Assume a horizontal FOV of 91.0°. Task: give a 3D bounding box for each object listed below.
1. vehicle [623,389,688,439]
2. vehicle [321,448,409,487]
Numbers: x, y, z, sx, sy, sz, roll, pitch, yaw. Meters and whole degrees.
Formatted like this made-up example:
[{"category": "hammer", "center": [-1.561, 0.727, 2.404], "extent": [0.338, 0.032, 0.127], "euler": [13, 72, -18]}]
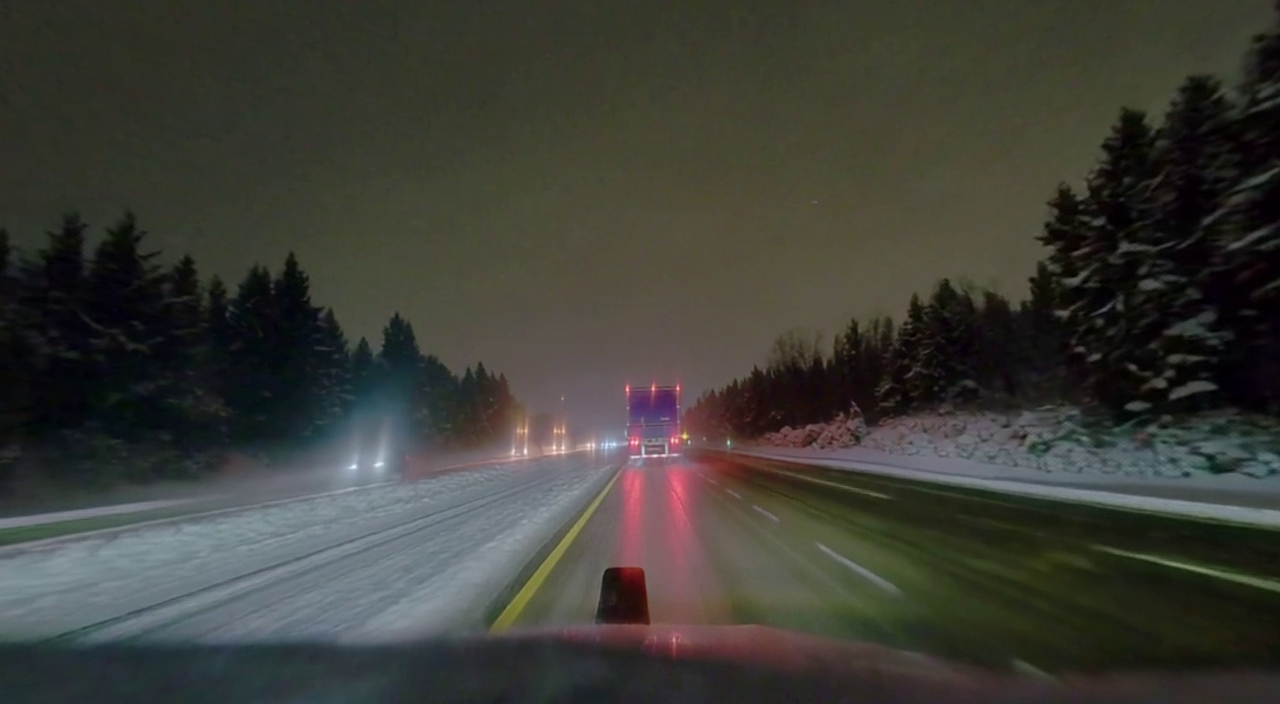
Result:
[{"category": "vehicle", "center": [0.582, 2.715, 26.737], "extent": [2.509, 1.890, 4.732], "euler": [0, -8, 0]}, {"category": "vehicle", "center": [-11.810, 4.945, 27.337], "extent": [1.761, 1.520, 4.276], "euler": [0, -8, 2]}]
